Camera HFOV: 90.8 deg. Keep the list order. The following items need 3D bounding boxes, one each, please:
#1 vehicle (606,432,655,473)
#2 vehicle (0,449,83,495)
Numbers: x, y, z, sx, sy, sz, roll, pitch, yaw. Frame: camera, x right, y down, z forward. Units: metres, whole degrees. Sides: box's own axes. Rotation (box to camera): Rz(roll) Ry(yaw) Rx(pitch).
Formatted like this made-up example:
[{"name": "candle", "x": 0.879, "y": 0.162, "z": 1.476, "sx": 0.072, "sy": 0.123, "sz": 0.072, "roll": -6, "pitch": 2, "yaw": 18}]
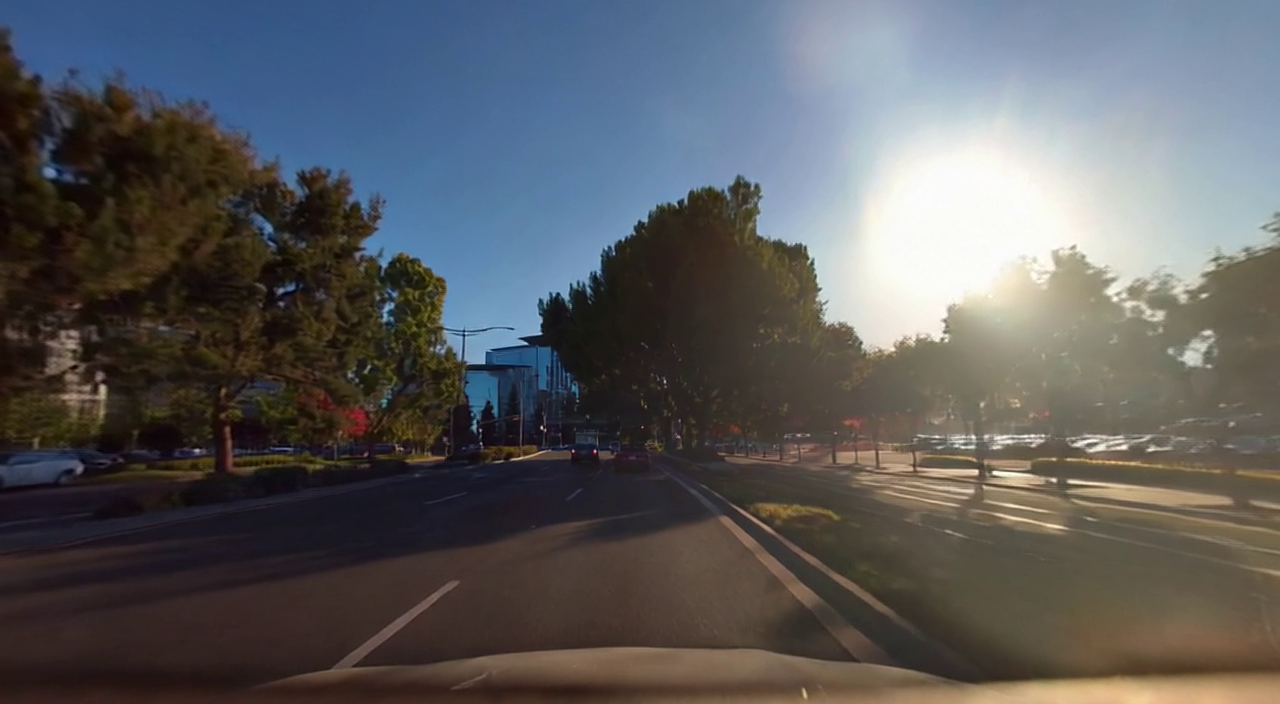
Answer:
[{"name": "vehicle", "x": -0.494, "y": 4.935, "z": 31.267, "sx": 2.260, "sy": 1.872, "sz": 4.578, "roll": 0, "pitch": -8, "yaw": -1}, {"name": "vehicle", "x": -27.013, "y": 5.087, "z": 27.030, "sx": 1.978, "sy": 1.835, "sz": 4.932, "roll": 1, "pitch": -8, "yaw": -3}]
